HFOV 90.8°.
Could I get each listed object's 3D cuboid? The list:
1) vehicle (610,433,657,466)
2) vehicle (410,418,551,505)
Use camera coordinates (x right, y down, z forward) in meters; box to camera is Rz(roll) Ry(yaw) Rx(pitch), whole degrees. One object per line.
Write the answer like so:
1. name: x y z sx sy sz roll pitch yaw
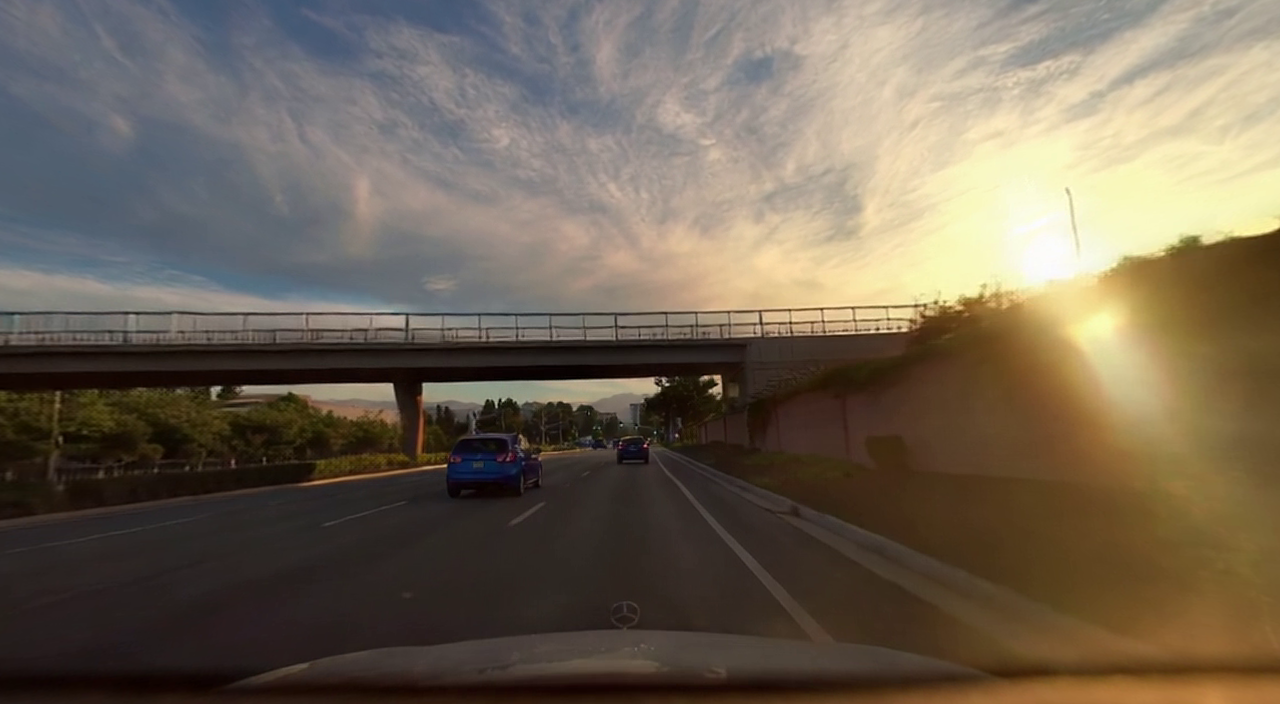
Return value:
1. vehicle: -0.311 4.815 31.443 2.205 1.509 4.272 0 -8 0
2. vehicle: -3.671 2.625 15.596 2.223 1.771 4.581 -1 -8 1
